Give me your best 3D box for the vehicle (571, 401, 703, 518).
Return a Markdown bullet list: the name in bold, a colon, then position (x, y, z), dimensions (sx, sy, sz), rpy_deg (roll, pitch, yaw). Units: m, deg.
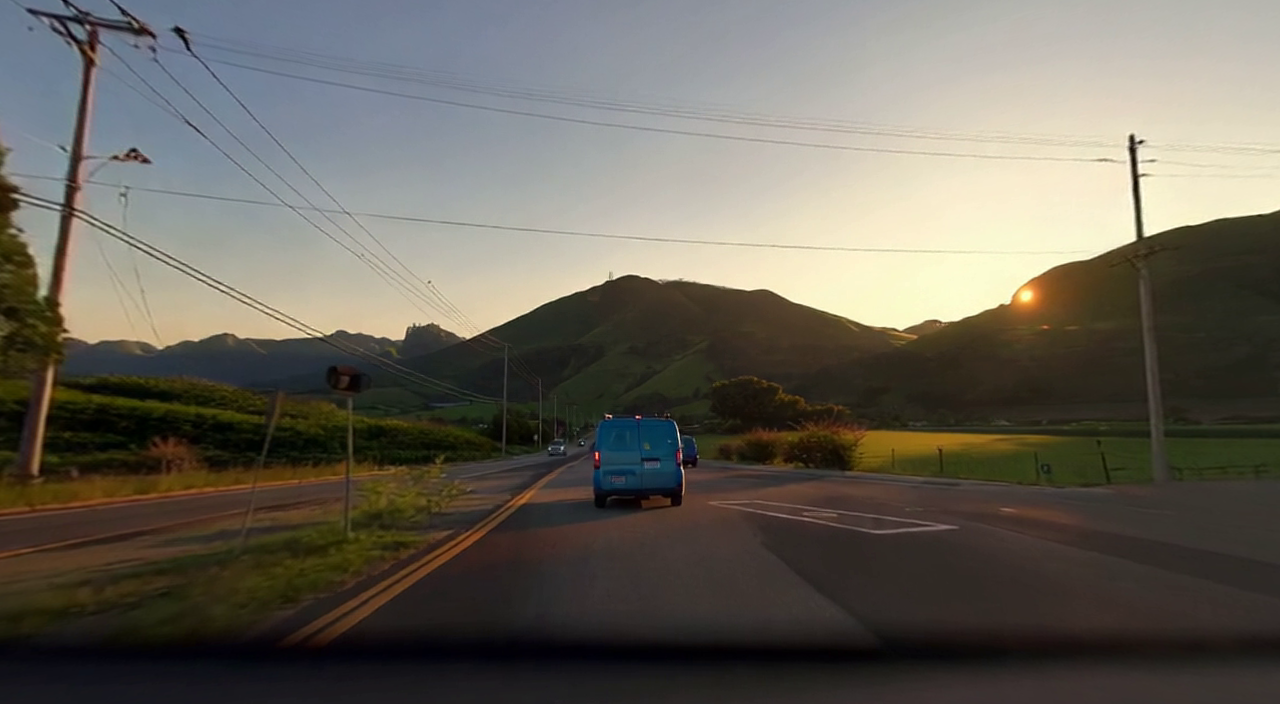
- **vehicle**: position (-0.131, 2.343, 14.054), dimensions (2.454, 2.144, 4.535), rpy_deg (0, -9, -2)
